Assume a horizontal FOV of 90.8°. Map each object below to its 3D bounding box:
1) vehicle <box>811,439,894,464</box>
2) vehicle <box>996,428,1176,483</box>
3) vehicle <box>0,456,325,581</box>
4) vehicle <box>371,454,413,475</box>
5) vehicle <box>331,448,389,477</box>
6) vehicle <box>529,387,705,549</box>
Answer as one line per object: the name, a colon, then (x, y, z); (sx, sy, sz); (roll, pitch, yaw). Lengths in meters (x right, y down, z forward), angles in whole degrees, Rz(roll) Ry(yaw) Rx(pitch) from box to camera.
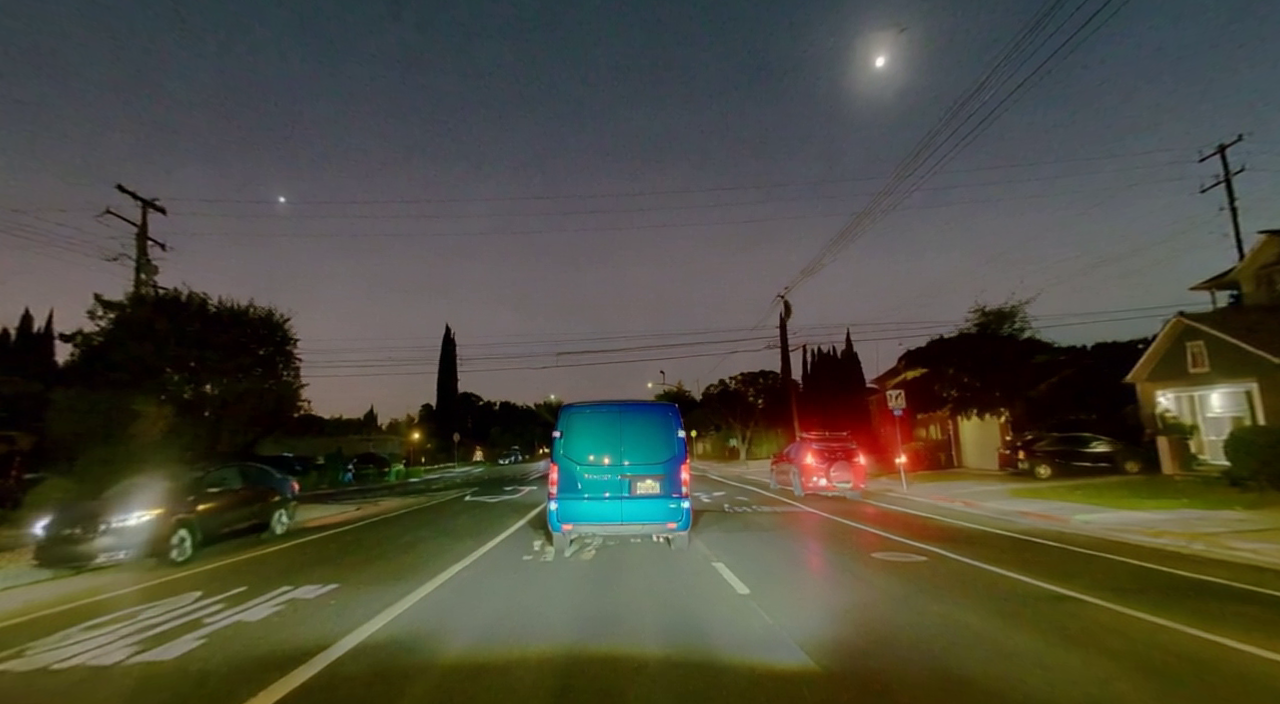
vehicle: (13.091, 6.166, 39.088); (4.483, 1.463, 1.805); (0, -9, -1)
vehicle: (13.143, 3.063, 18.814); (3.916, 1.517, 1.887); (0, -9, -2)
vehicle: (-7.222, 2.484, 10.284); (1.962, 1.481, 4.434); (0, -9, -1)
vehicle: (-18.140, 8.251, 46.364); (1.633, 1.398, 3.729); (0, -9, -1)
vehicle: (-18.055, 7.100, 40.950); (1.841, 1.769, 4.105); (0, -9, -1)
vehicle: (-0.329, 1.913, 10.923); (2.342, 2.142, 4.809); (0, -9, -1)
